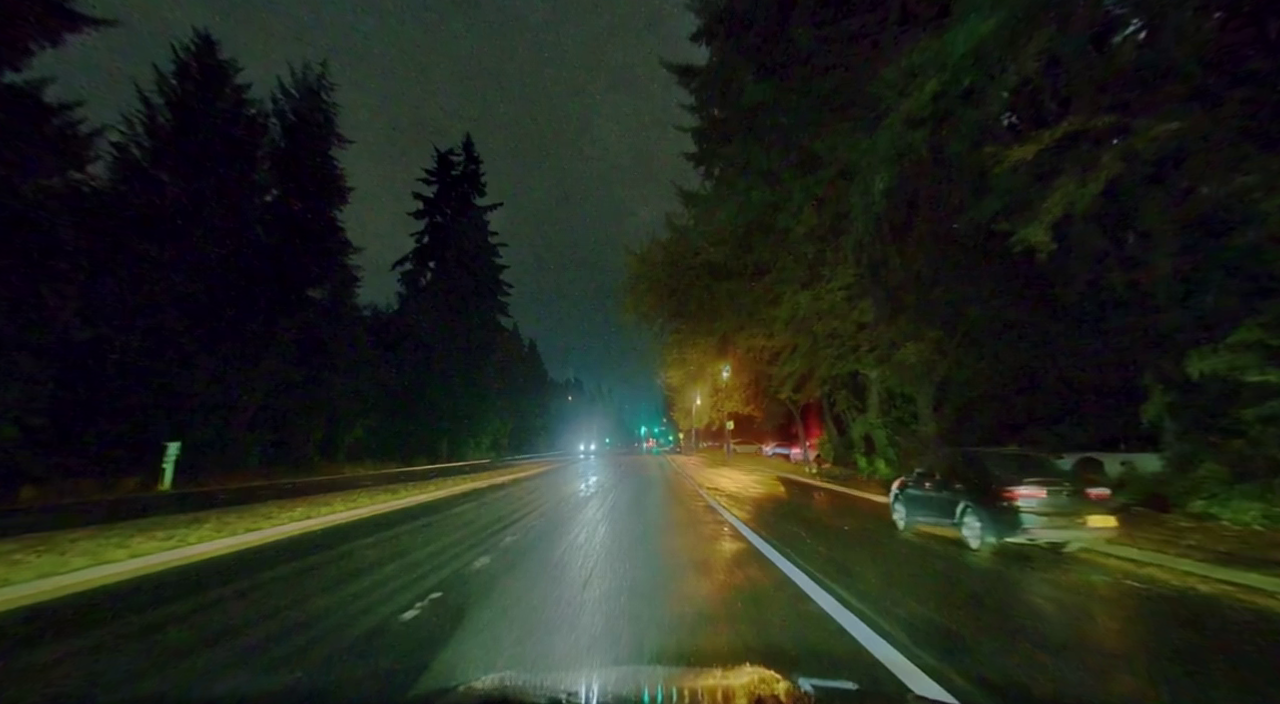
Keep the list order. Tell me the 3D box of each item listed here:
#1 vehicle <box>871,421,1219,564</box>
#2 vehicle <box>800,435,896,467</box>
[{"bbox_3d":[5.313,1.882,9.257,2.131,1.563,4.435,0,-8,0],"label":"vehicle"},{"bbox_3d":[11.342,5.428,34.591,4.493,1.705,2.034,0,-8,0],"label":"vehicle"}]
